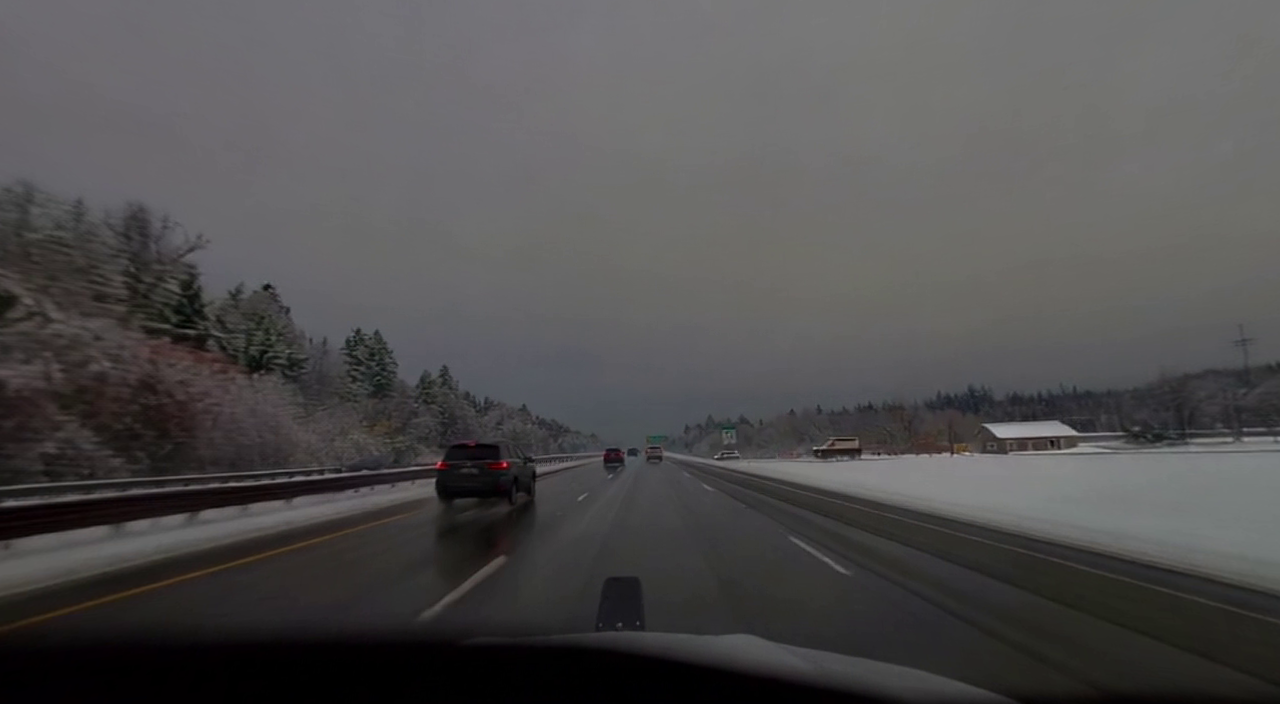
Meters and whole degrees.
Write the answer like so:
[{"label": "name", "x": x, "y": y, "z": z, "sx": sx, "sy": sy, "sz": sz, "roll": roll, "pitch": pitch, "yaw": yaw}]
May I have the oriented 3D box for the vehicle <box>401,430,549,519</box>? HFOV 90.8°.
[{"label": "vehicle", "x": -3.389, "y": 2.619, "z": 13.958, "sx": 2.037, "sy": 1.638, "sz": 4.274, "roll": 0, "pitch": -9, "yaw": 1}]
